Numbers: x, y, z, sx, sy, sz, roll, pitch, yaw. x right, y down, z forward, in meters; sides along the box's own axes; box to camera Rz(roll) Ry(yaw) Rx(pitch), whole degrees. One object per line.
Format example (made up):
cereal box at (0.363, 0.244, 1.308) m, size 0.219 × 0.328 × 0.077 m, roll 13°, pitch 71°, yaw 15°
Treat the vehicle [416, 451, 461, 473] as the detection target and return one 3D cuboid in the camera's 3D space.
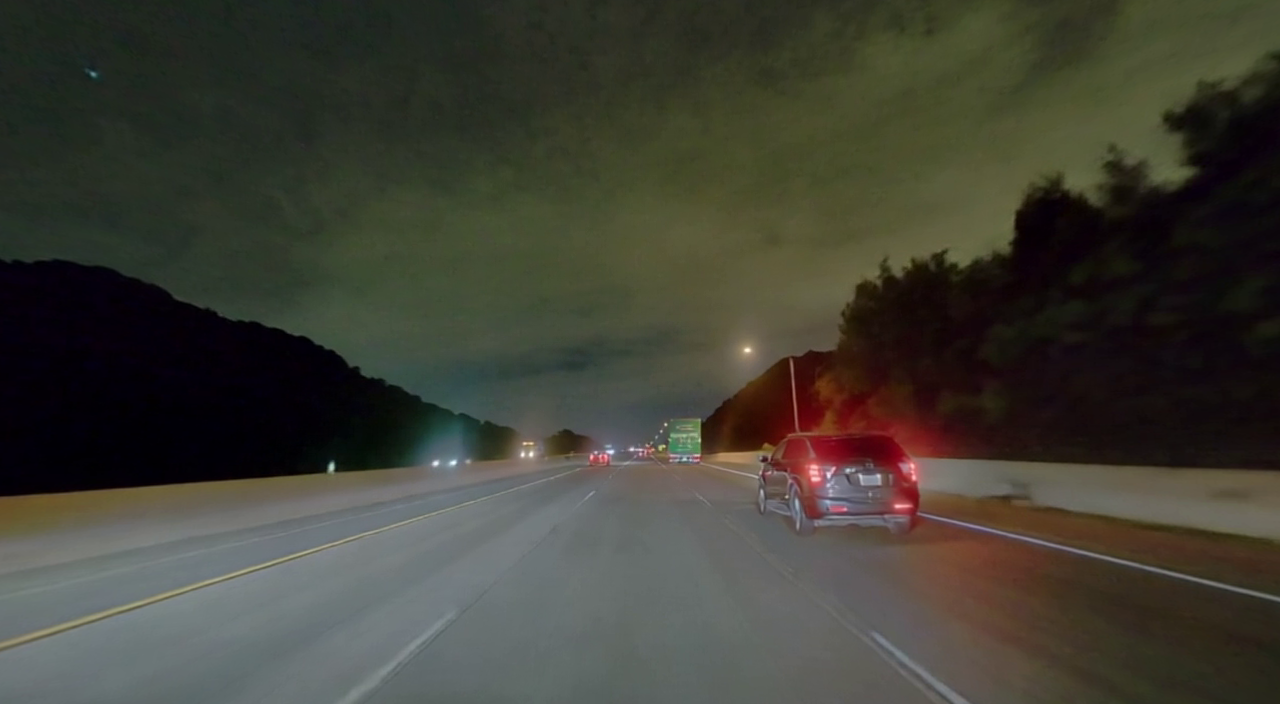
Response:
vehicle at (-14.090, 7.668, 44.299) m, size 1.790 × 1.443 × 3.847 m, roll 0°, pitch -9°, yaw 1°
